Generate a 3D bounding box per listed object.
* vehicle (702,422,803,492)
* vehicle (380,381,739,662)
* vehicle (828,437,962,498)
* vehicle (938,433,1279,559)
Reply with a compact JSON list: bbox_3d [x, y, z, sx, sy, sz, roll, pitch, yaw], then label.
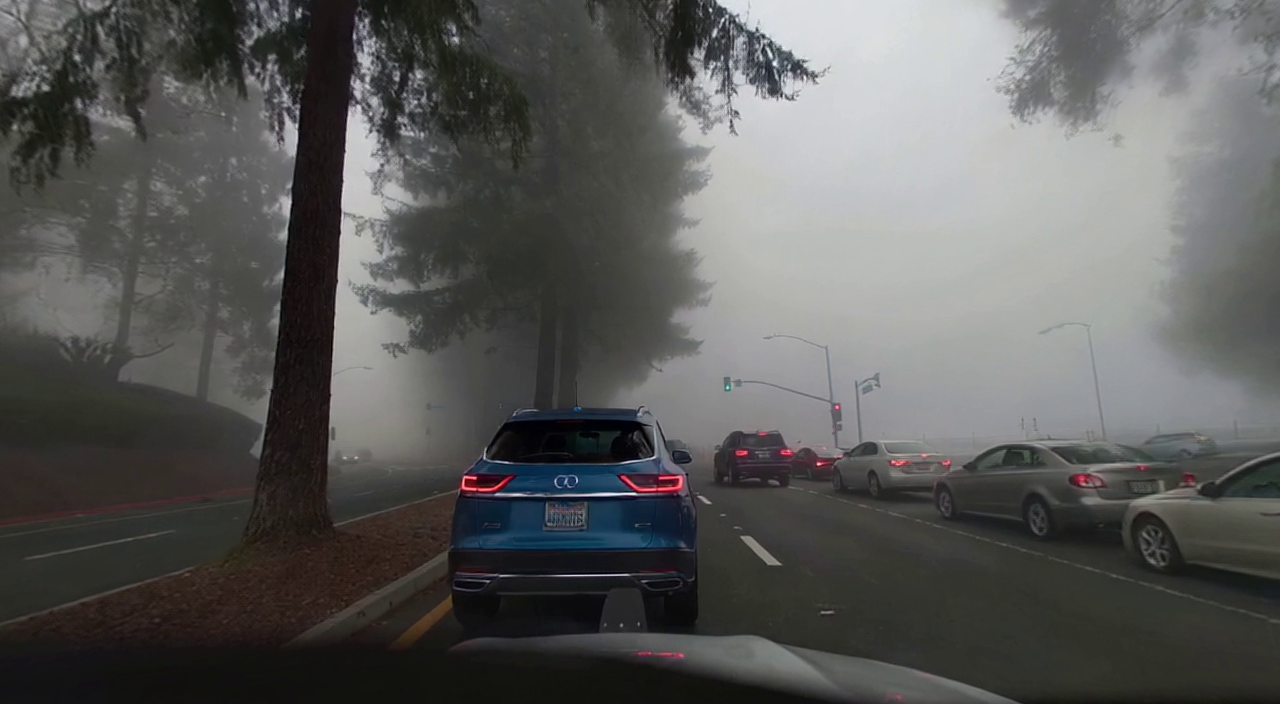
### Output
[{"bbox_3d":[3.361,3.274,19.941,2.200,1.909,4.853,0,-9,-1],"label":"vehicle"},{"bbox_3d":[-0.435,1.351,6.093,2.201,1.709,4.271,0,-9,2],"label":"vehicle"},{"bbox_3d":[6.958,3.189,17.815,1.890,1.489,4.415,0,-9,-1],"label":"vehicle"},{"bbox_3d":[6.595,2.010,9.638,1.894,1.445,4.565,0,-9,0],"label":"vehicle"}]
